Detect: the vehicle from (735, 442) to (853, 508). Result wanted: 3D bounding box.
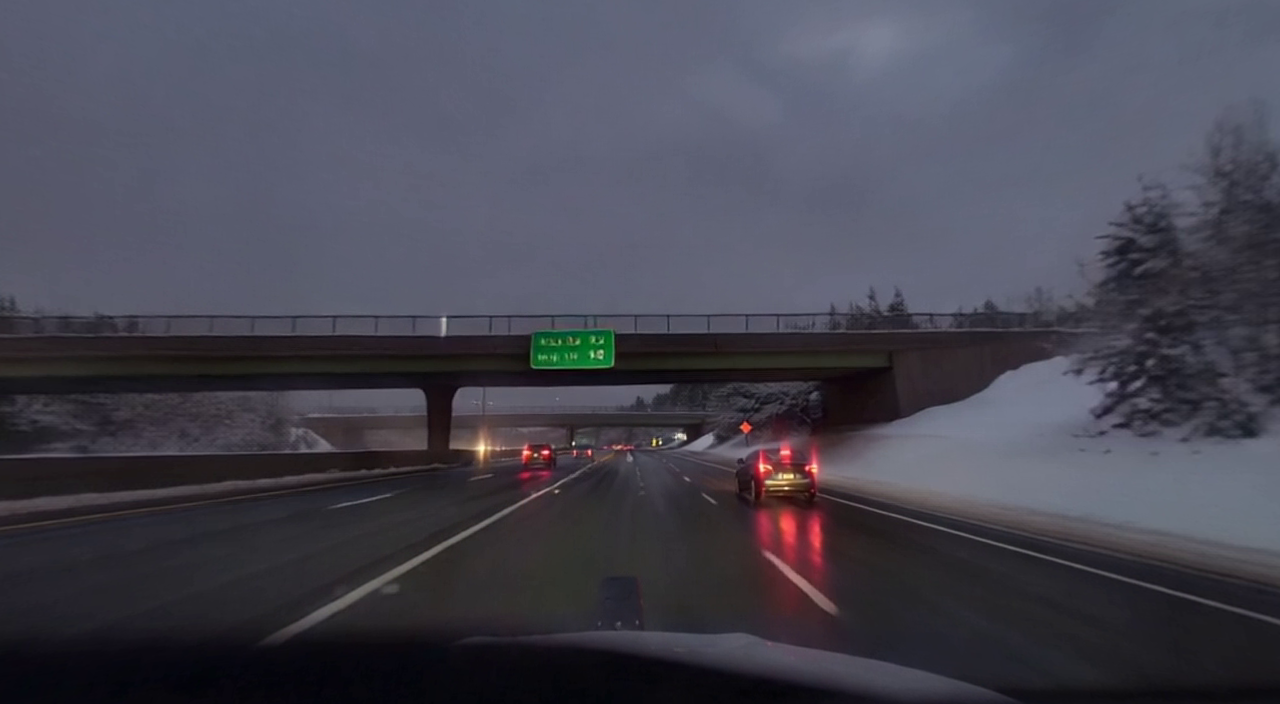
[{"bbox_3d":[3.951,3.237,17.039,2.079,1.535,4.316,0,-9,0],"label":"vehicle"}]

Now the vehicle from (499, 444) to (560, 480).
[{"bbox_3d":[-5.121,5.154,29.776,2.072,1.545,4.687,0,-9,-1],"label":"vehicle"}]

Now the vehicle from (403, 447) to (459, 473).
[{"bbox_3d":[-12.947,6.688,39.387,1.919,1.497,4.765,0,-9,-1],"label":"vehicle"}]
